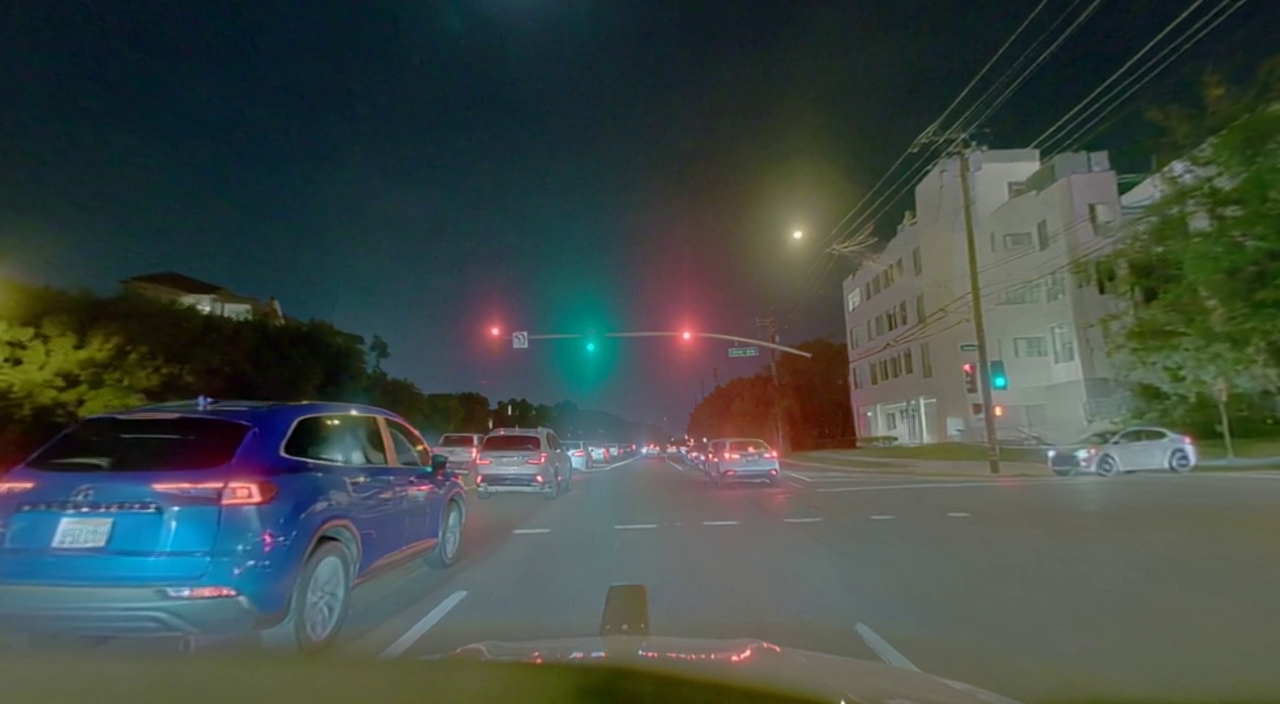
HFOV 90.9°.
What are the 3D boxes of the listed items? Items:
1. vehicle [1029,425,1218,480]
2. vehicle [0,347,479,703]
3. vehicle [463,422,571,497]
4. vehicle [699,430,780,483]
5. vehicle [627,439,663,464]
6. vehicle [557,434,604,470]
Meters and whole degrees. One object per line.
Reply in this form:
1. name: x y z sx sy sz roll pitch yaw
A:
1. vehicle: 14.977 3.147 19.808 4.119 1.574 2.028 -2 -9 11
2. vehicle: -3.010 1.161 5.205 2.127 1.754 4.287 0 -8 1
3. vehicle: -3.139 2.862 17.100 1.958 1.744 4.315 0 -8 2
4. vehicle: 3.509 3.808 23.241 2.201 1.734 4.564 0 -8 -1
5. vehicle: 0.338 6.371 40.491 2.185 1.515 4.215 0 -8 1
6. vehicle: -2.925 5.050 31.888 1.900 1.677 4.128 0 -8 1
